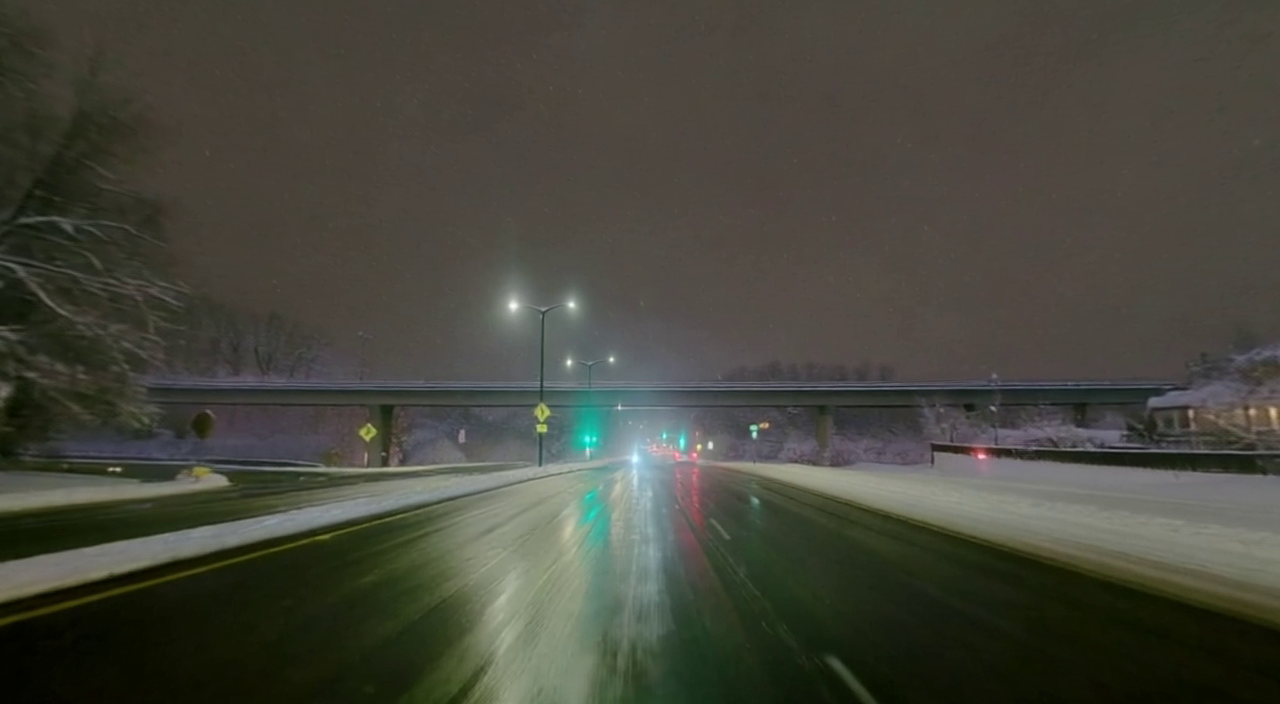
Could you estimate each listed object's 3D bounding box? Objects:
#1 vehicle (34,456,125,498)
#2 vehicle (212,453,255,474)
[{"bbox_3d":[-25.740,5.685,29.126,1.847,1.698,4.345,4,-9,-25],"label":"vehicle"},{"bbox_3d":[-31.571,8.640,49.023,1.858,1.493,4.734,3,-9,-22],"label":"vehicle"}]
